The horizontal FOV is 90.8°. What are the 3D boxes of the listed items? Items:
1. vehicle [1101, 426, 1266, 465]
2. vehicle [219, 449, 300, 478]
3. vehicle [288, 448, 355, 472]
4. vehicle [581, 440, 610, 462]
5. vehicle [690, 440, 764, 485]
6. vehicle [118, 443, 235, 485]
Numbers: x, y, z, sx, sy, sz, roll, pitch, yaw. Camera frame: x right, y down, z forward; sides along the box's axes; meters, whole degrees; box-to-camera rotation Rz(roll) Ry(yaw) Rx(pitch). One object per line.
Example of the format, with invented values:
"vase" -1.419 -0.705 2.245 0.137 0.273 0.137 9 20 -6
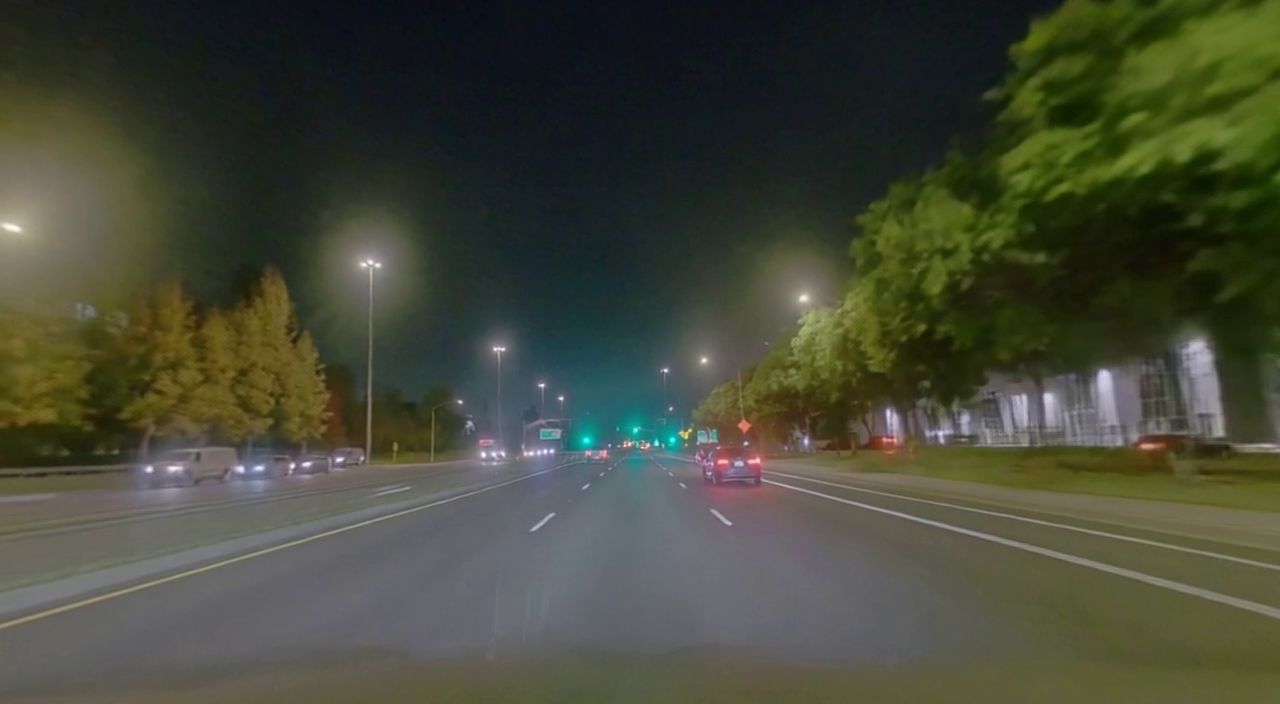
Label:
"vehicle" 21.850 3.790 25.551 4.748 1.451 2.089 0 -9 -1
"vehicle" -22.413 6.560 37.436 1.865 1.507 4.631 0 -8 0
"vehicle" -22.419 7.616 44.776 2.098 1.510 5.072 0 -8 0
"vehicle" -3.472 7.770 49.835 1.935 1.617 4.045 0 -8 0
"vehicle" 3.054 3.975 23.065 1.966 1.449 4.290 0 -8 -2
"vehicle" -22.374 5.387 30.804 2.139 1.833 4.686 0 -8 0
